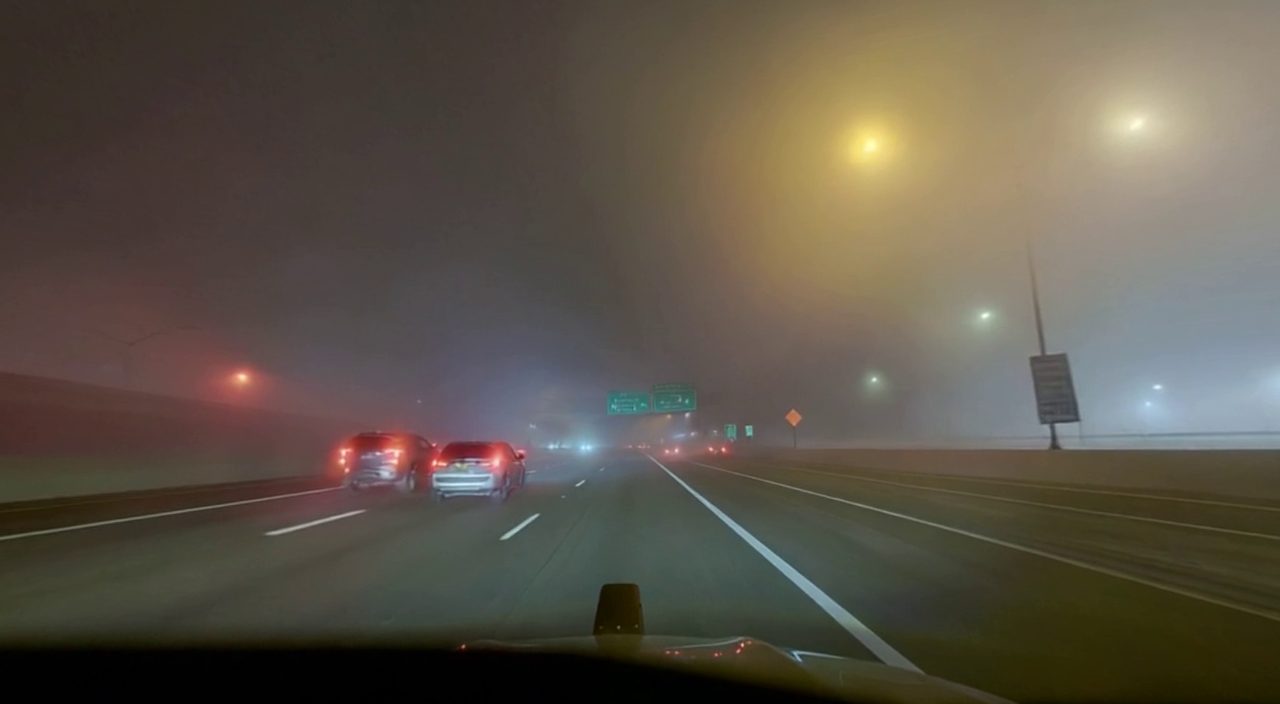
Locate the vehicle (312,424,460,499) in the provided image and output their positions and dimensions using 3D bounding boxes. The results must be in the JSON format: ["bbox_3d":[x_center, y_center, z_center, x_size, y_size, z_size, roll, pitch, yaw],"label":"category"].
[{"bbox_3d":[-7.156,3.161,18.589,2.208,1.876,5.088,0,-8,0],"label":"vehicle"}]

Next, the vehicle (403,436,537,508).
[{"bbox_3d":[-4.009,2.900,15.799,2.051,1.516,4.493,0,-8,1],"label":"vehicle"}]
